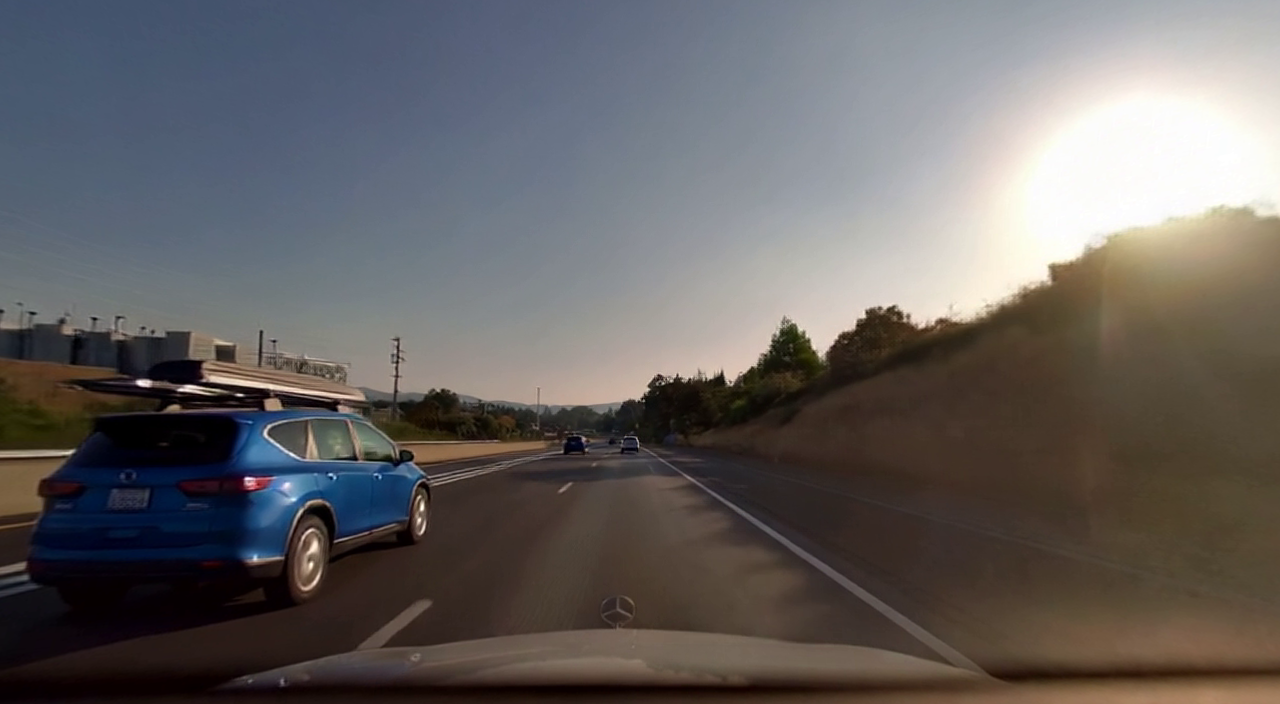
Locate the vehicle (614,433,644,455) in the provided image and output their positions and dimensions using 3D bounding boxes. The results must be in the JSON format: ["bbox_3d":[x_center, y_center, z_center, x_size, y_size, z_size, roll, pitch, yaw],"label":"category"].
[{"bbox_3d":[-0.828,6.963,47.825,2.151,1.618,3.898,0,-8,-1],"label":"vehicle"}]

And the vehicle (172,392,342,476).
[{"bbox_3d":[-16.983,3.768,28.829,2.817,3.312,7.812,0,-8,0],"label":"vehicle"}]
